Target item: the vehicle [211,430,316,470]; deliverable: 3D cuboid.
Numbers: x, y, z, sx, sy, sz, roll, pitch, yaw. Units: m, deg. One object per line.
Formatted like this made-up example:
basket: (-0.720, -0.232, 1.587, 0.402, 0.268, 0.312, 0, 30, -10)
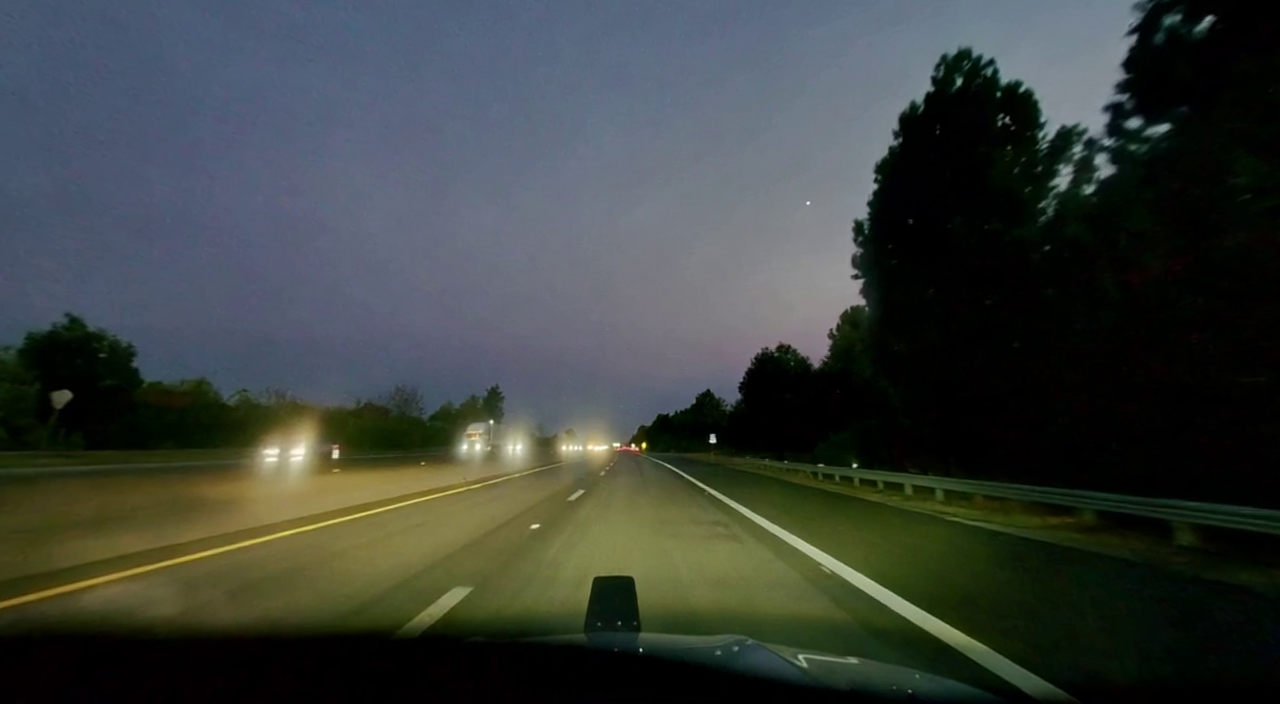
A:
vehicle: (-16.724, 4.408, 28.227, 1.967, 1.632, 4.428, 0, -9, 0)
